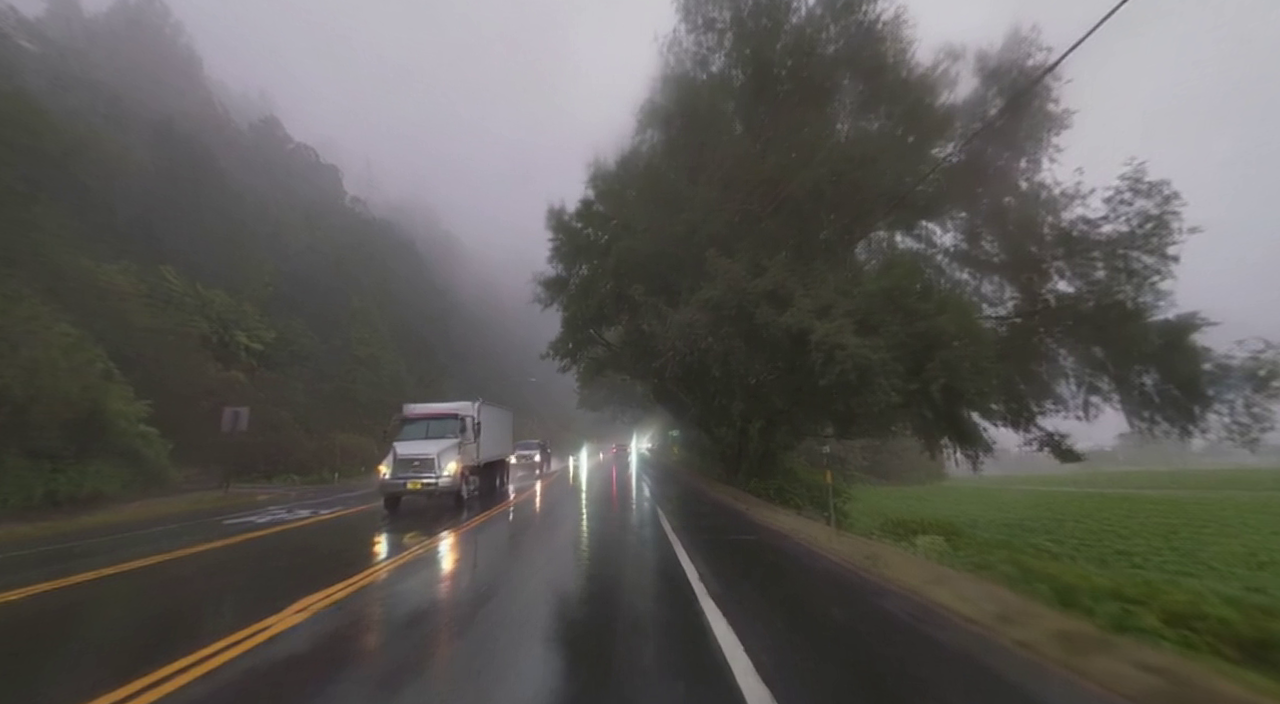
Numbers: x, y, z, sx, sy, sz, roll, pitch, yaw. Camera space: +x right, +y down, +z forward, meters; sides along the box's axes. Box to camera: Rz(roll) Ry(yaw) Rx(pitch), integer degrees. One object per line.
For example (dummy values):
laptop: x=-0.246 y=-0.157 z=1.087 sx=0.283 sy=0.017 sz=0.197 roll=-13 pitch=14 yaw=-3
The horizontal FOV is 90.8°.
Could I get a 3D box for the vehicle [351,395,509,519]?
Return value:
vehicle: x=-4.680 y=2.413 z=14.899 sx=2.380 sy=2.488 sz=4.028 roll=0 pitch=-8 yaw=-1
